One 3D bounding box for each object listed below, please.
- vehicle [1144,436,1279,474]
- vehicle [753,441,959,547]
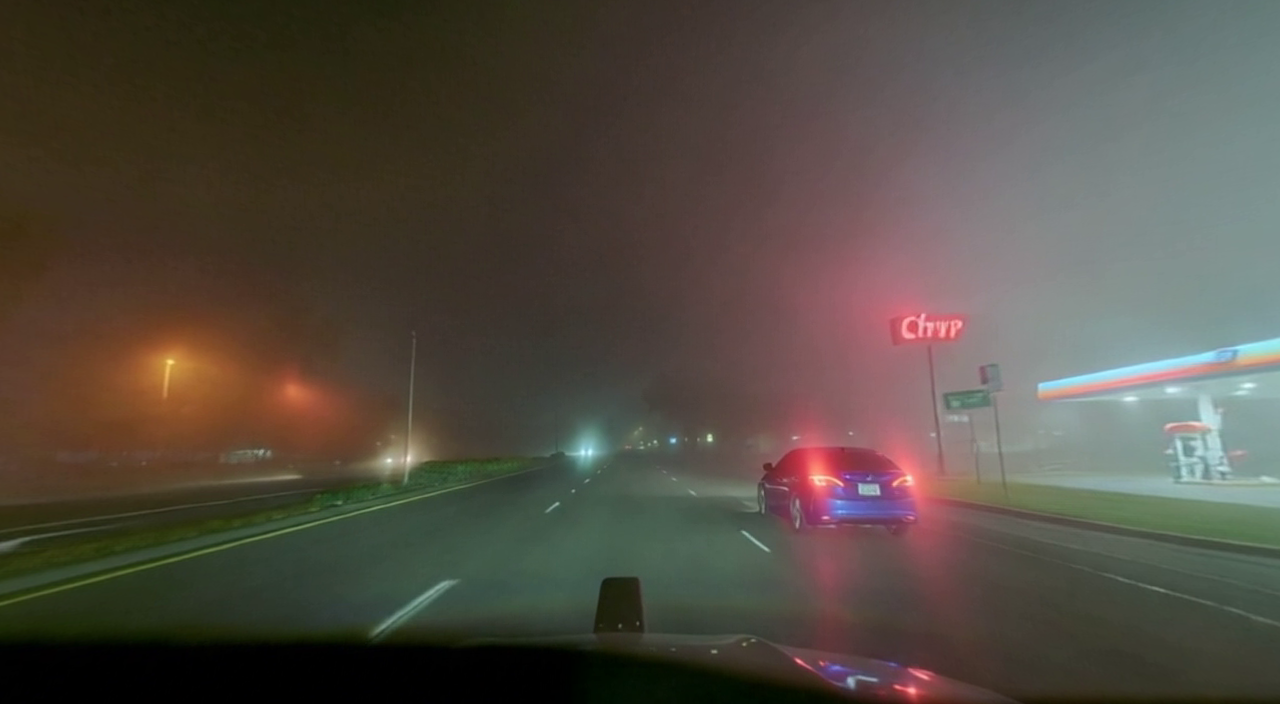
[{"bbox_3d":[32.244,5.821,35.706,5.339,1.812,2.175,-3,-9,3],"label":"vehicle"},{"bbox_3d":[3.394,2.294,10.979,1.978,1.442,4.262,0,-8,-2],"label":"vehicle"}]
